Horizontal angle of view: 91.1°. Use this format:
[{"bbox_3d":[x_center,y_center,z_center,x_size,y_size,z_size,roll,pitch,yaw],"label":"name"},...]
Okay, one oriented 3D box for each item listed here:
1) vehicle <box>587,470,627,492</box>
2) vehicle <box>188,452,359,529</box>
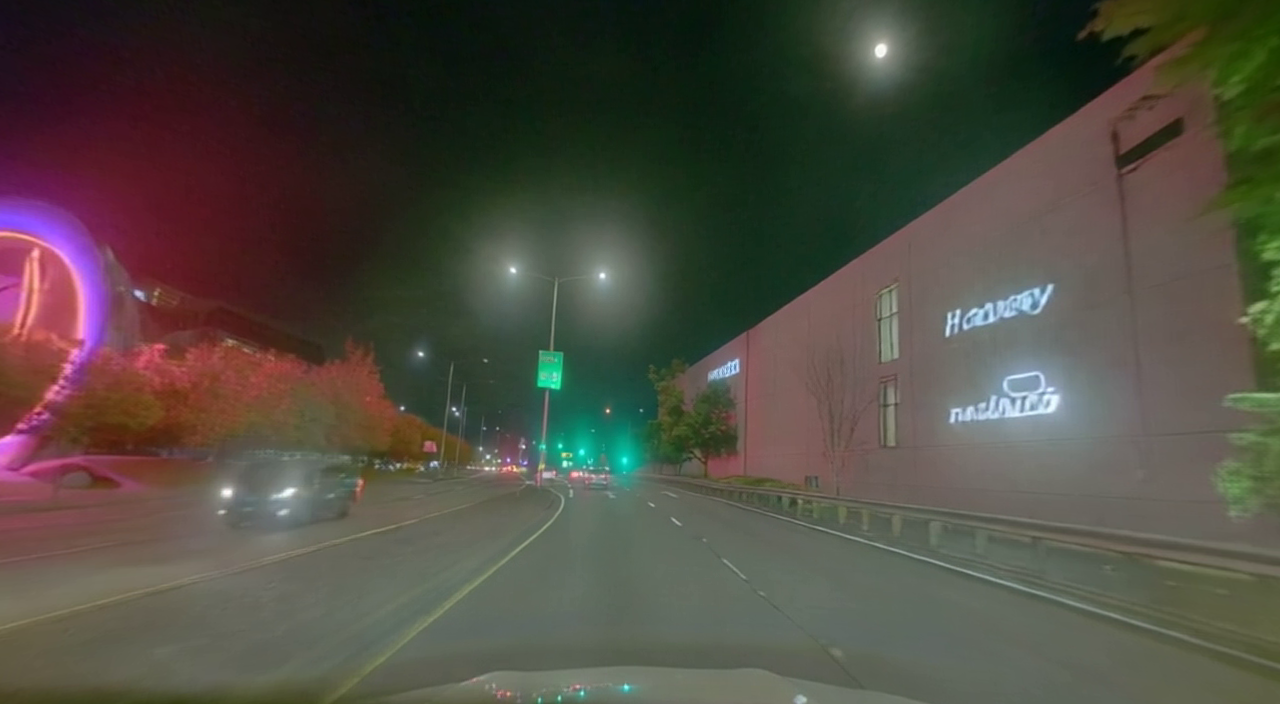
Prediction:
[{"bbox_3d":[-1.981,7.615,37.210,1.775,1.186,2.933,3,-11,-14],"label":"vehicle"},{"bbox_3d":[-8.258,3.154,14.652,1.916,1.516,3.970,2,-11,-7],"label":"vehicle"}]
